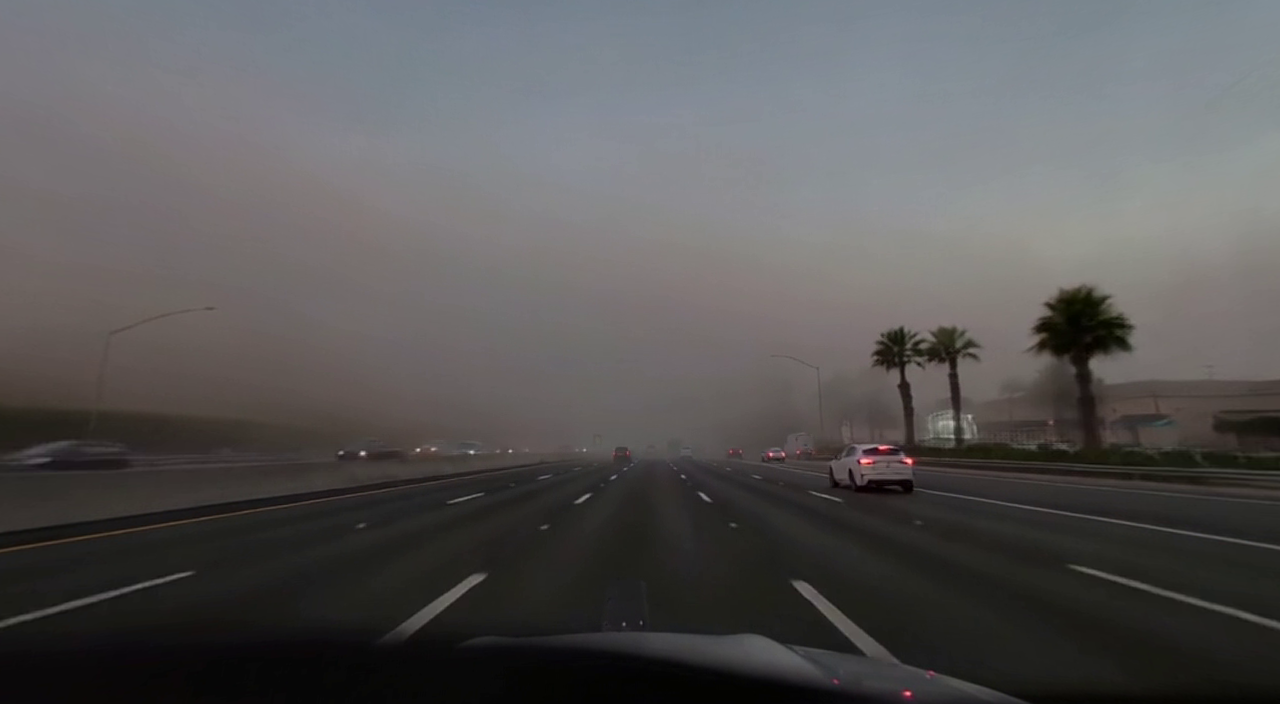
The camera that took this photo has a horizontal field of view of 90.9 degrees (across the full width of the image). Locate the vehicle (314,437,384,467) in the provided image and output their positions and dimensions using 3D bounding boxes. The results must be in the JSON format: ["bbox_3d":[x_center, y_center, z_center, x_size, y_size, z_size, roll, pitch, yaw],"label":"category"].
[{"bbox_3d":[-18.018,6.231,39.333,1.989,1.730,4.718,0,-8,1],"label":"vehicle"}]

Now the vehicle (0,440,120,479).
[{"bbox_3d":[-25.158,4.533,26.950,1.835,1.501,4.527,0,-8,2],"label":"vehicle"}]

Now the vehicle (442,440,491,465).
[{"bbox_3d":[-11.542,6.700,42.259,1.919,1.588,4.354,-1,-8,3],"label":"vehicle"}]

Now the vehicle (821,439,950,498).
[{"bbox_3d":[7.255,3.460,19.241,2.071,1.543,4.702,0,-8,1],"label":"vehicle"}]
